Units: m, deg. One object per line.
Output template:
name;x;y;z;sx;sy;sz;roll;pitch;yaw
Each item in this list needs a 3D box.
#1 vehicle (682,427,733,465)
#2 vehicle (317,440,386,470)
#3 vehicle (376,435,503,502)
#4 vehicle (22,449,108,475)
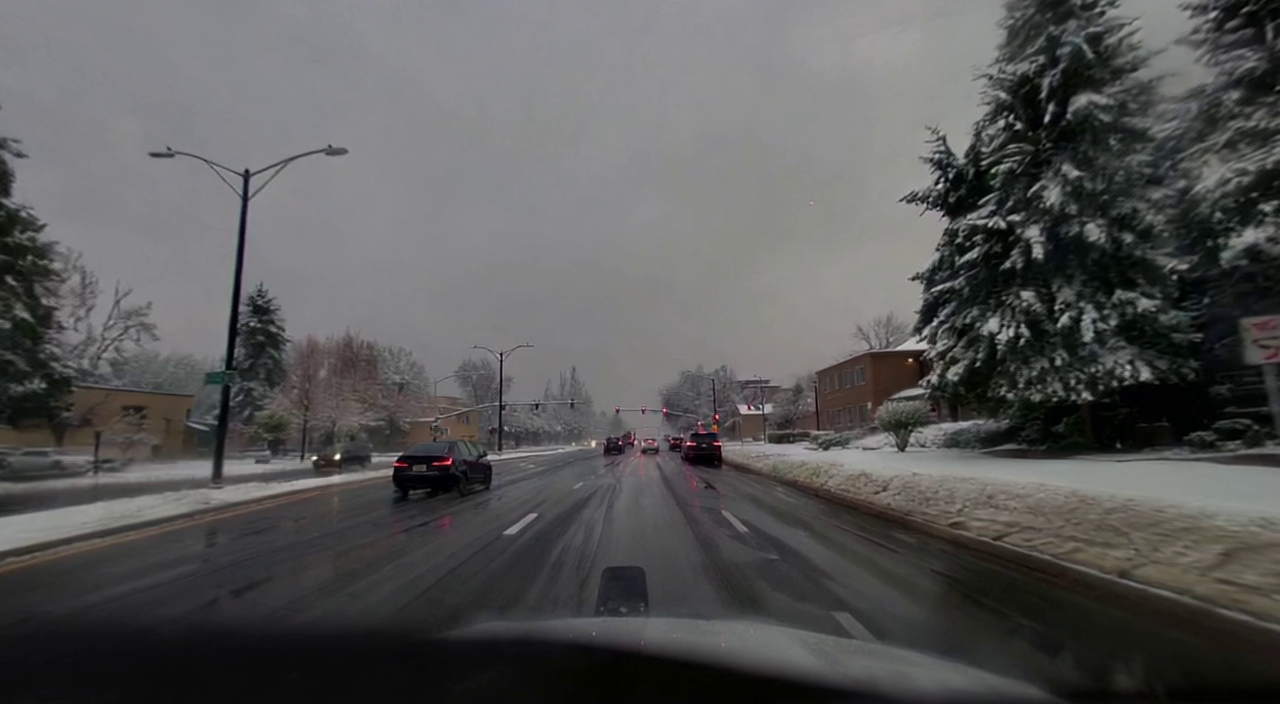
vehicle;3.468;4.964;33.206;2.141;1.833;4.704;0;-8;-1
vehicle;-17.697;6.330;38.740;2.085;1.700;4.498;0;-8;1
vehicle;-4.956;2.917;16.268;1.926;1.465;4.620;0;-8;-2
vehicle;-38.811;7.395;42.528;1.832;1.642;4.246;0;-8;-1
